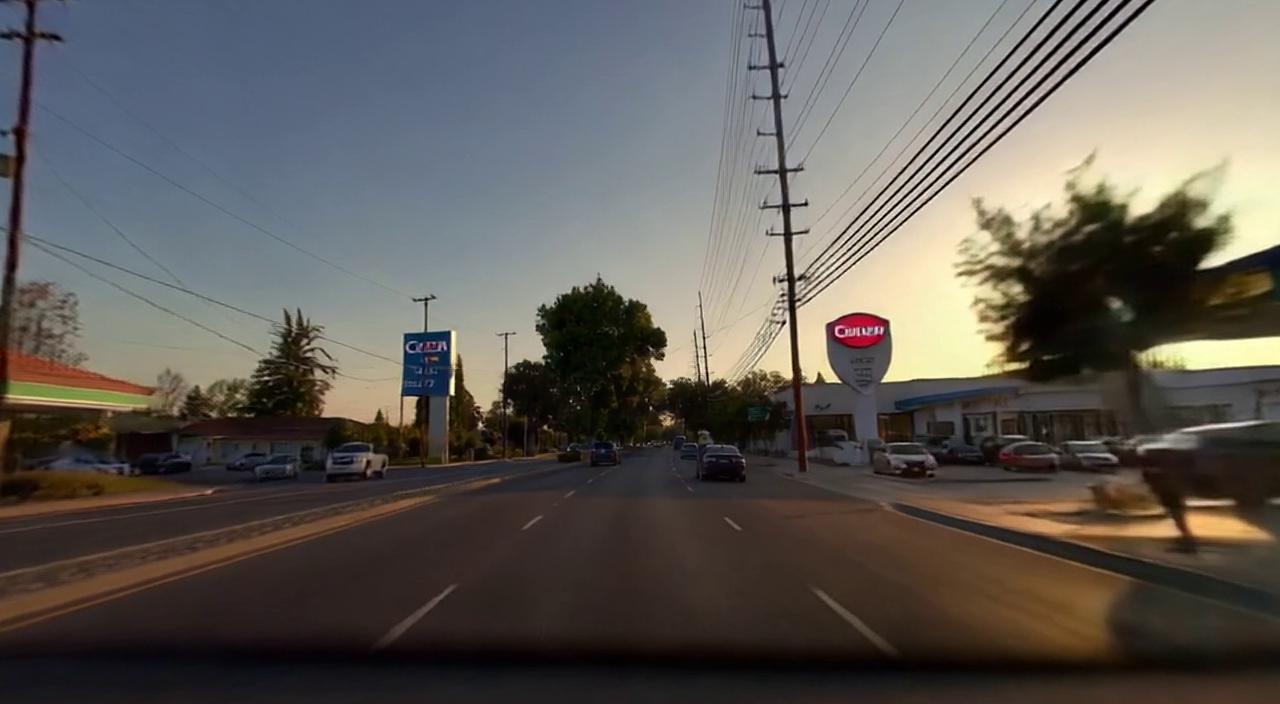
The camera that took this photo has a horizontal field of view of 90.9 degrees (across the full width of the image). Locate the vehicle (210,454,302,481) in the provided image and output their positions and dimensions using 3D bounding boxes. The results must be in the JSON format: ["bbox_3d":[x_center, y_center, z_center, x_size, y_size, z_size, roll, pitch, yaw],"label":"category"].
[{"bbox_3d":[-24.501,7.338,40.273,4.739,1.607,2.045,-2,-9,11],"label":"vehicle"}]

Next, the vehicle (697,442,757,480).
[{"bbox_3d":[3.666,4.665,27.304,1.978,1.455,4.195,1,-9,-1],"label":"vehicle"}]

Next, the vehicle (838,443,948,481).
[{"bbox_3d":[11.409,4.952,28.594,4.144,1.540,1.913,0,-7,-6],"label":"vehicle"}]

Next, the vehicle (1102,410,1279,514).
[{"bbox_3d":[12.329,2.118,12.391,4.832,1.813,2.170,0,-9,-4],"label":"vehicle"}]

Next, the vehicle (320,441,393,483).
[{"bbox_3d":[-14.459,5.584,31.933,2.358,1.904,5.603,5,-11,-33],"label":"vehicle"}]

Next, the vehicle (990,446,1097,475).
[{"bbox_3d":[21.459,5.725,33.546,4.779,1.429,1.844,1,-9,-12],"label":"vehicle"}]

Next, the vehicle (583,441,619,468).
[{"bbox_3d":[-2.578,6.855,42.293,2.047,1.664,4.148,-1,-9,2],"label":"vehicle"}]
